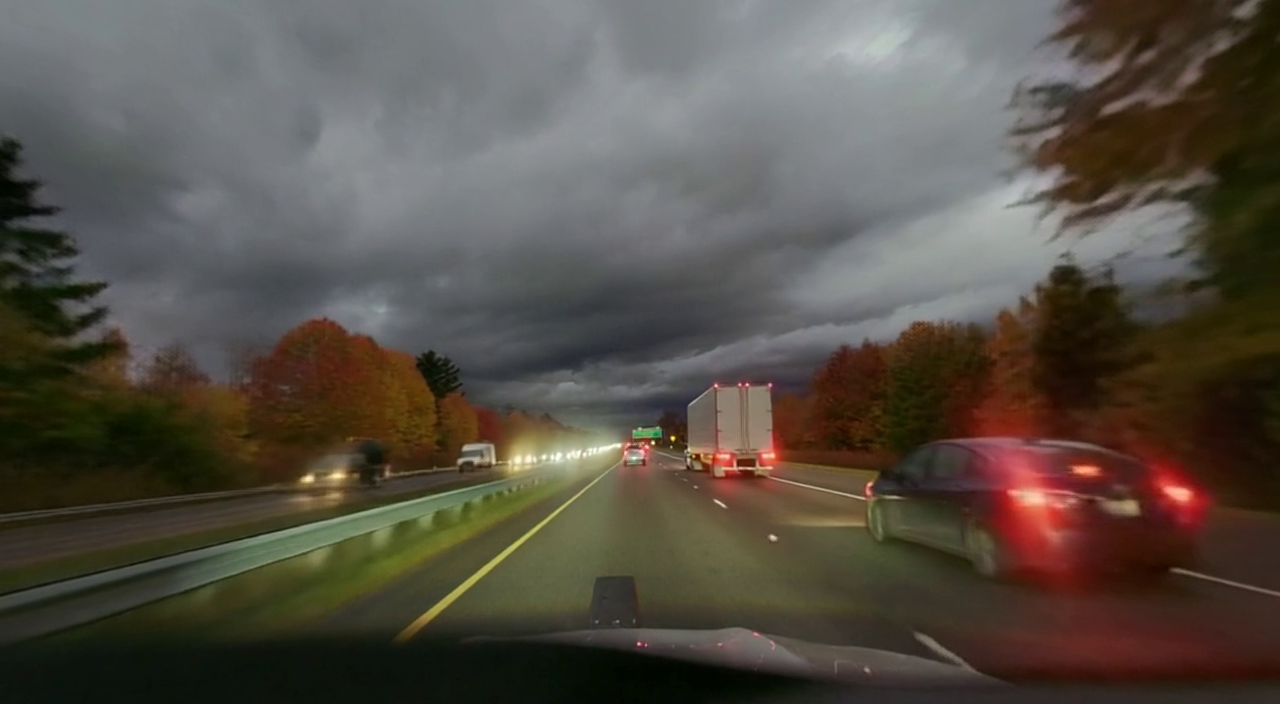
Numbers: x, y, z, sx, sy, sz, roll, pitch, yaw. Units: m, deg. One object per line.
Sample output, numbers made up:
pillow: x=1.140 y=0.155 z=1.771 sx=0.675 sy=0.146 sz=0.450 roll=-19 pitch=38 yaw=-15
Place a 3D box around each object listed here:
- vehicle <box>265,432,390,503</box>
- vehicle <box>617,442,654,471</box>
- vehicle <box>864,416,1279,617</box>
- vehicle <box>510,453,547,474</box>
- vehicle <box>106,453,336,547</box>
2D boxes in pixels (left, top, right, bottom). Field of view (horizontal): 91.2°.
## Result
vehicle: x=-13.514 y=5.020 z=27.742 sx=2.349 sy=2.712 sz=6.085 roll=0 pitch=-9 yaw=0
vehicle: x=-0.275 y=6.478 z=39.008 sx=2.168 sy=1.705 sz=4.272 roll=0 pitch=-9 yaw=0
vehicle: x=4.300 y=1.582 z=6.956 sx=1.997 sy=1.504 sz=4.236 roll=0 pitch=-9 yaw=-1
vehicle: x=-8.609 y=8.619 z=48.779 sx=1.990 sy=1.528 sz=4.661 roll=0 pitch=-9 yaw=0
vehicle: x=-8.579 y=3.001 z=13.438 sx=1.971 sy=1.628 sz=4.243 roll=0 pitch=-9 yaw=0
